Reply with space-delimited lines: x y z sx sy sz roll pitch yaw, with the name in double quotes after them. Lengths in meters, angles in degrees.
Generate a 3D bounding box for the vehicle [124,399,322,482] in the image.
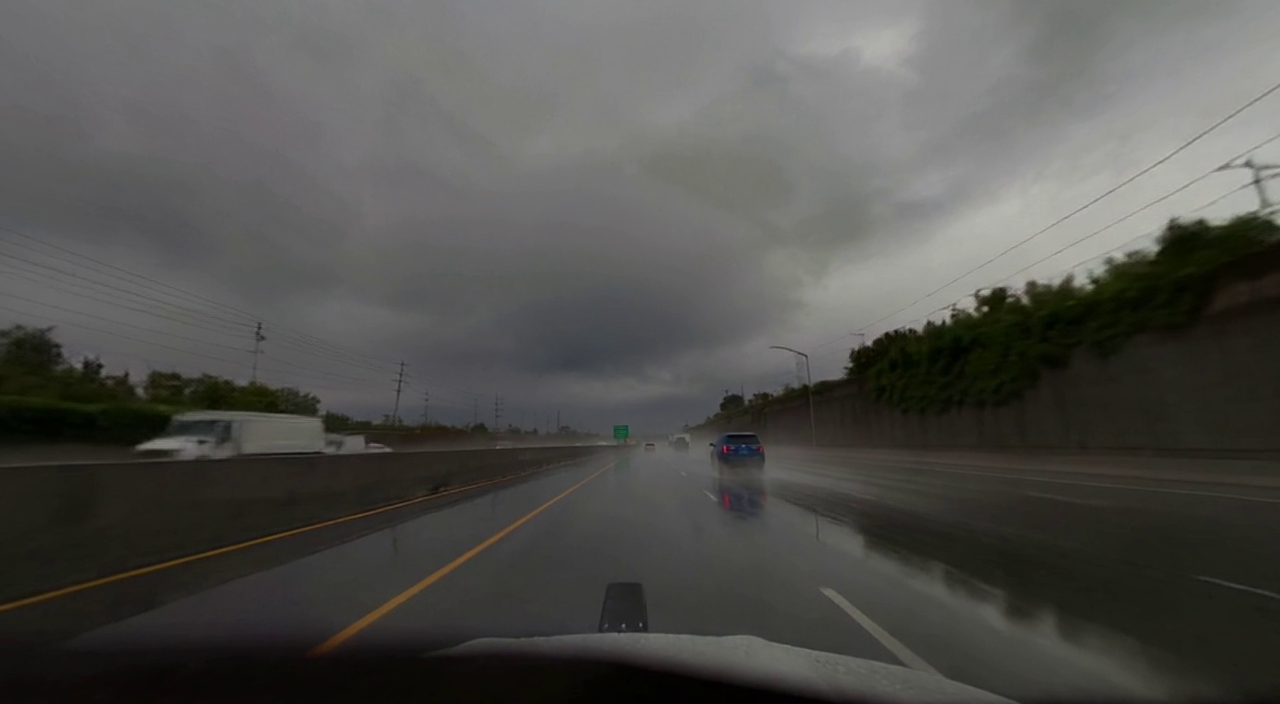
-20.288 4.491 31.885 3.294 3.481 9.753 0 -8 0 "vehicle"

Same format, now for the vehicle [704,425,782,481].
3.697 3.722 23.444 2.120 1.832 4.287 0 -8 -1 "vehicle"

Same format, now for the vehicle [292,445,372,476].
-16.743 5.888 34.573 2.251 1.579 4.262 0 -8 0 "vehicle"
